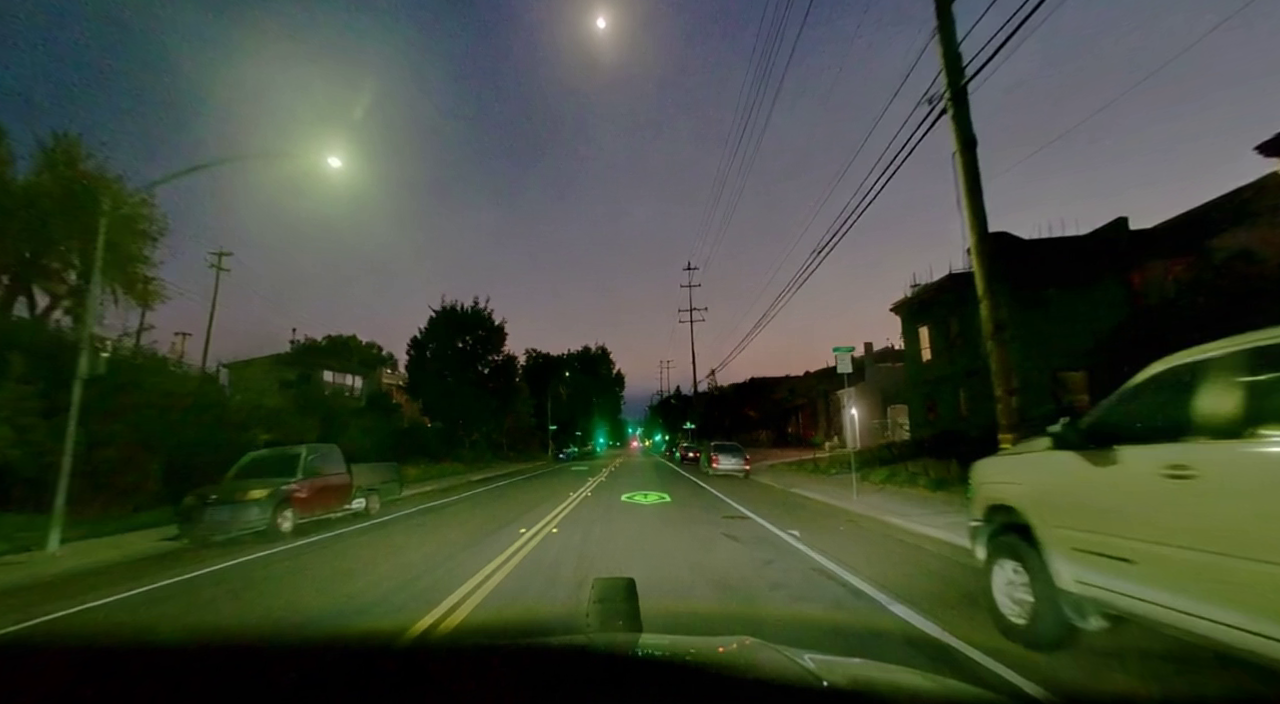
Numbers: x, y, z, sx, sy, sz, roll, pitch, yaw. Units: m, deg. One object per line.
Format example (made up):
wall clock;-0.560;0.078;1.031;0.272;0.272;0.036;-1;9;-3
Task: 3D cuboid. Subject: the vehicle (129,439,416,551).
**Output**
vehicle;-6.652;2.594;12.594;2.195;1.684;5.802;-1;-8;1

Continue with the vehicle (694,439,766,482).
vehicle;3.480;4.308;25.483;2.024;1.554;4.867;0;-8;-2

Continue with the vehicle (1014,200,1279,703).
vehicle;3.454;0.294;0.255;2.382;2.186;6.650;0;-8;-1
